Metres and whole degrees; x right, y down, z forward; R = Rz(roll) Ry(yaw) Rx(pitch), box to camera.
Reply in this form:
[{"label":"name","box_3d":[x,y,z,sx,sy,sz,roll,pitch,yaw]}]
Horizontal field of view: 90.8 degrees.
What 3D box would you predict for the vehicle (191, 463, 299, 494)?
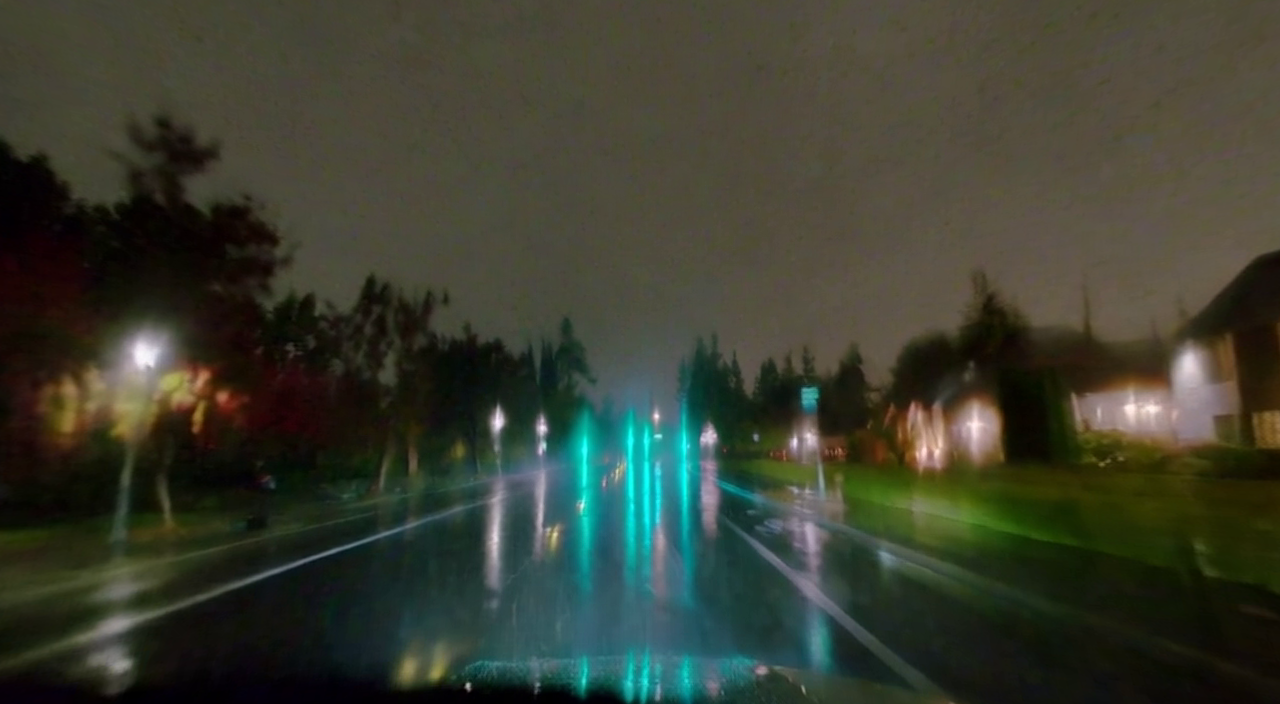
[{"label":"vehicle","box_3d":[-19.304,6.179,30.986,4.173,1.423,1.657,0,-8,3]}]
